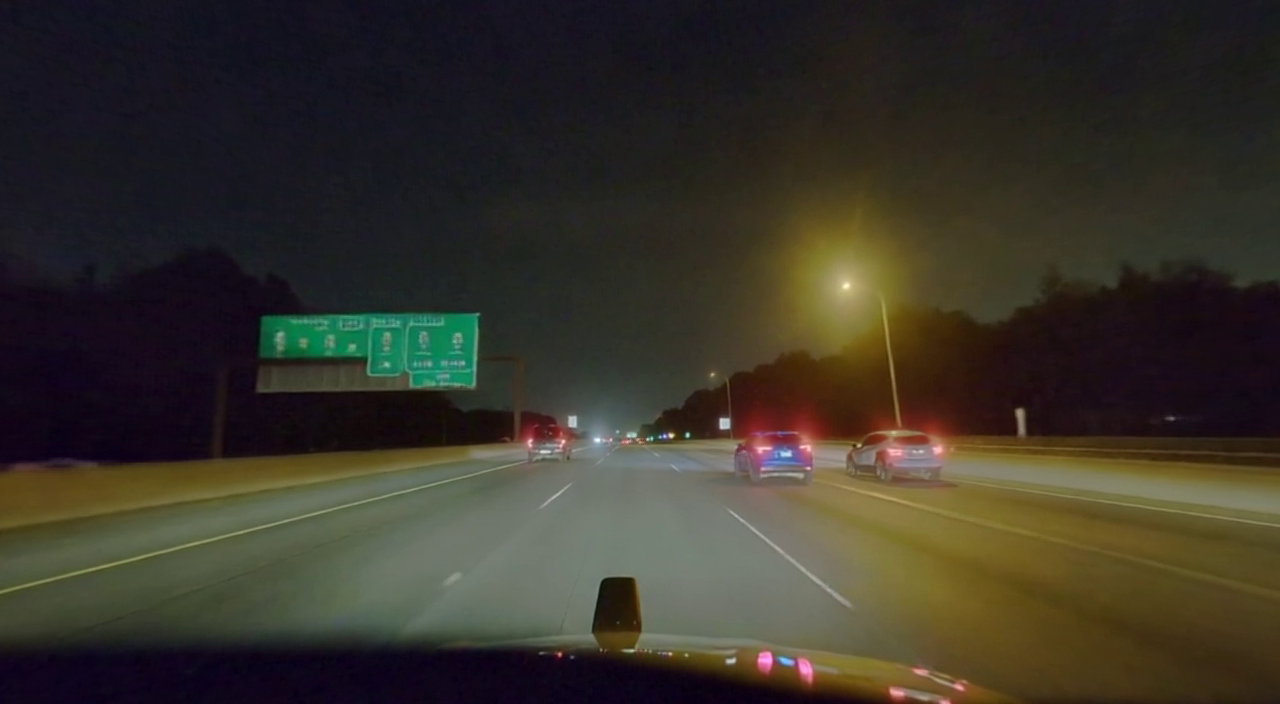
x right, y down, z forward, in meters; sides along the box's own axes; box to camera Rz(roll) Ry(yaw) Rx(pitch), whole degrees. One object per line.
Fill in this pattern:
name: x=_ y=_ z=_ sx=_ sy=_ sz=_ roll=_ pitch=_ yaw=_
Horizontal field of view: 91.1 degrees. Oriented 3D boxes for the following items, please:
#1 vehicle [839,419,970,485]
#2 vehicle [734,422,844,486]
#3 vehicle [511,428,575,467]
vehicle: x=7.290 y=2.783 z=17.844 sx=1.956 sy=1.634 sz=3.935 roll=0 pitch=-8 yaw=-1
vehicle: x=4.030 y=2.821 z=17.757 sx=2.011 sy=1.576 sz=4.060 roll=0 pitch=-8 yaw=-2
vehicle: x=-3.913 y=3.912 z=26.129 sx=2.032 sy=1.465 sz=4.316 roll=0 pitch=-8 yaw=-1
